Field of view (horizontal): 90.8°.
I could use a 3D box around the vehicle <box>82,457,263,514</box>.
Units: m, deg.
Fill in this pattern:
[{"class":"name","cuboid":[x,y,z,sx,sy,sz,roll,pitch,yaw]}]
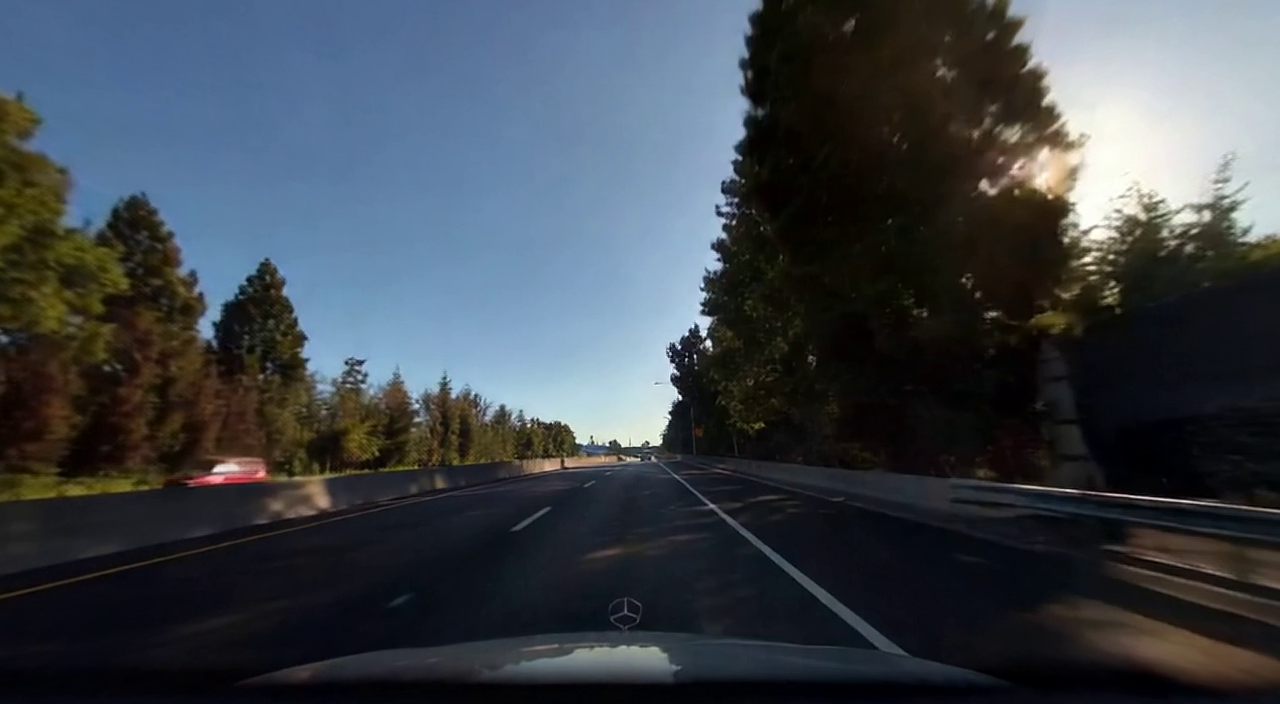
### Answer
[{"class":"vehicle","cuboid":[-13.741,3.915,18.982,1.972,1.465,4.493,0,-9,0]}]
